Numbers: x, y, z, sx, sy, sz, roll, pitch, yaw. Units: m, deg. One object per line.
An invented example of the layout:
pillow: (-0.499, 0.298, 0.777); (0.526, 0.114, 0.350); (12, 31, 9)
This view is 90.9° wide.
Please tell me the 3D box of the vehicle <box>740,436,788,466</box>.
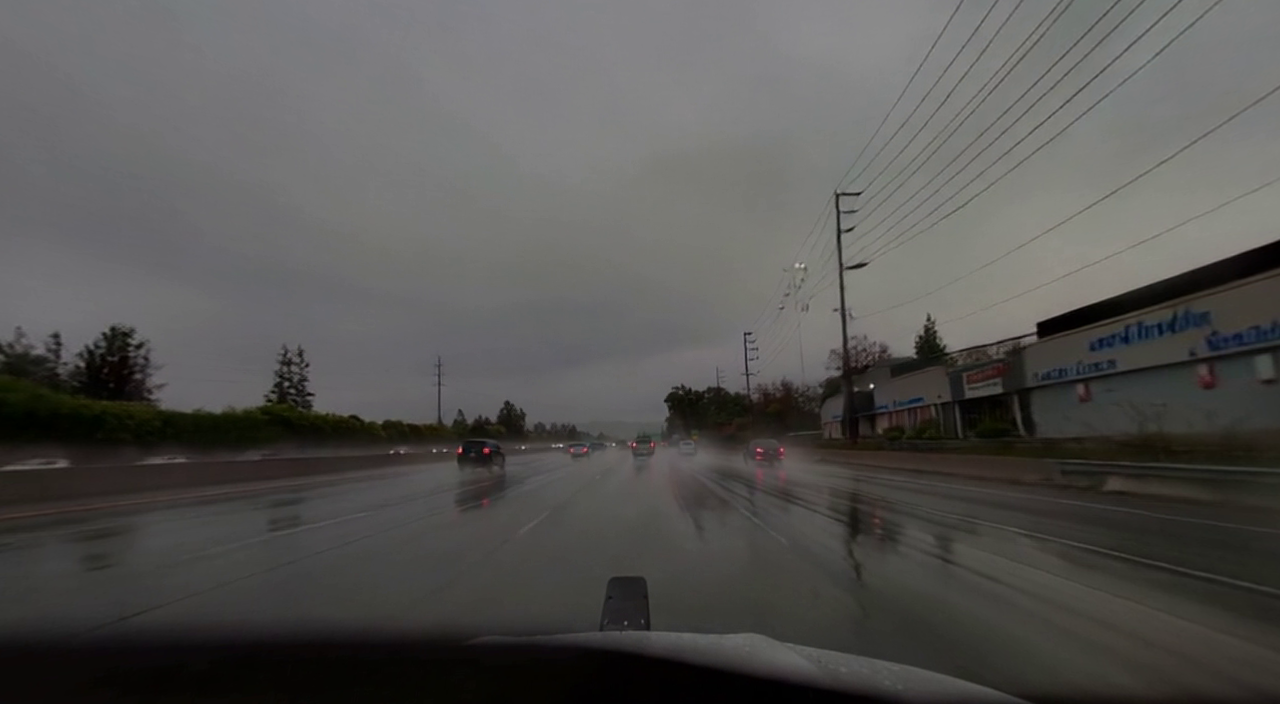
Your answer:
vehicle: (7.323, 5.879, 37.623); (1.937, 1.698, 4.322); (0, -8, -1)

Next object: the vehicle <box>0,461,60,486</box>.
vehicle: (-40.685, 7.896, 41.201); (1.721, 1.452, 4.006); (0, -8, 0)

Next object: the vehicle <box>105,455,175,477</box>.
vehicle: (-37.143, 8.476, 46.963); (1.751, 1.460, 4.239); (0, -8, 0)

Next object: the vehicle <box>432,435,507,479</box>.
vehicle: (-7.322, 4.546, 27.511); (2.007, 1.732, 4.395); (0, -8, 0)

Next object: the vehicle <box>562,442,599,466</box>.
vehicle: (-3.785, 6.550, 40.737); (1.979, 1.469, 4.378); (0, -8, 0)

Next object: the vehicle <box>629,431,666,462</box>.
vehicle: (0.480, 7.151, 47.698); (2.622, 2.208, 5.320); (0, -8, -1)
